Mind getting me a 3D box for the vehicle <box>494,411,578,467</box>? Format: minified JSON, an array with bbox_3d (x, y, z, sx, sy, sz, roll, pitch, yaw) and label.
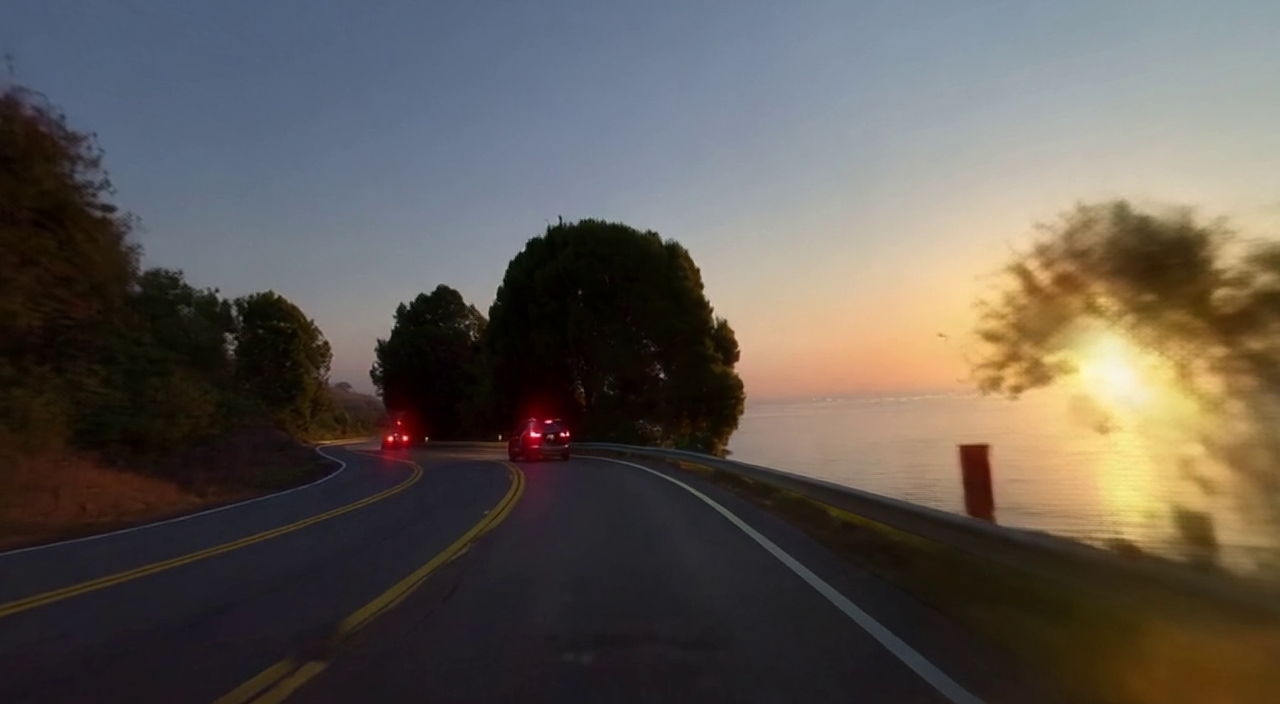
[{"bbox_3d":[-4.394,3.565,25.746,2.500,1.961,5.637,1,-8,-18],"label":"vehicle"}]
